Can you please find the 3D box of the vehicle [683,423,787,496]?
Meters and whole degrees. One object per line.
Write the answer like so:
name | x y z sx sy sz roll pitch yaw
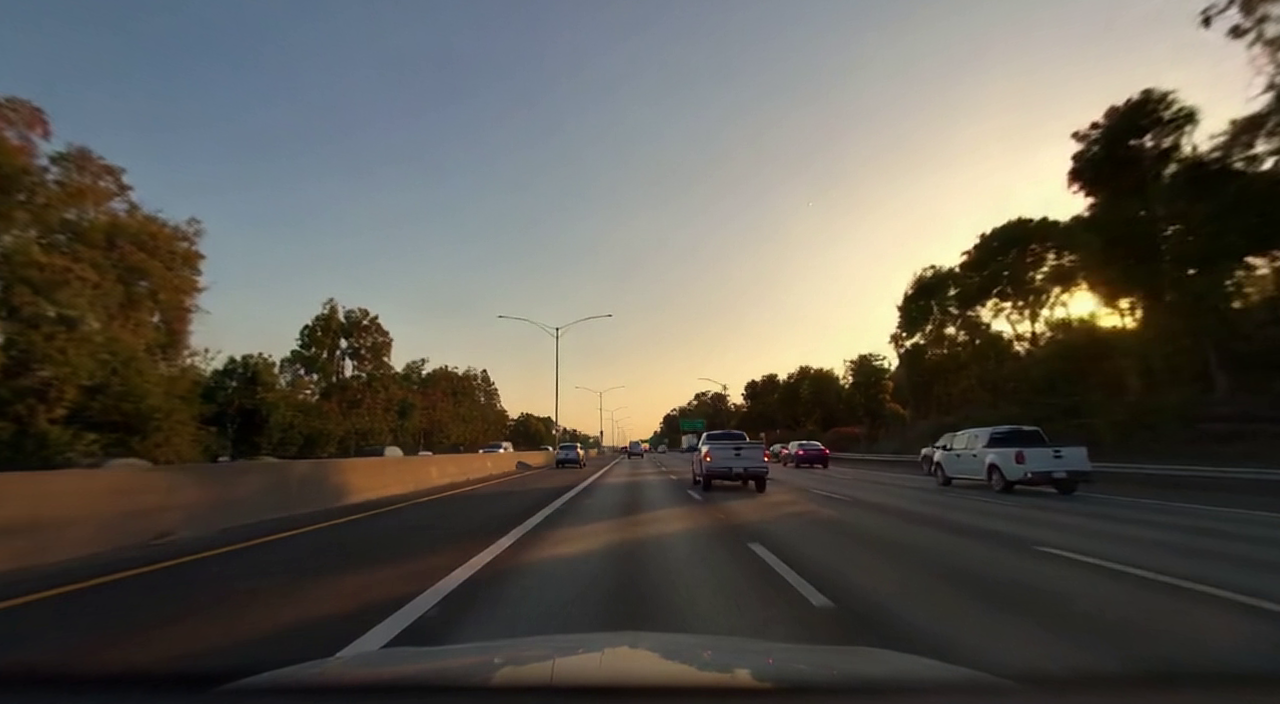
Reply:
vehicle | 2.636 3.208 19.197 2.200 1.870 5.649 0 -9 -1

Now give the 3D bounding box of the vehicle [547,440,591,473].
vehicle | -3.883 5.781 35.144 1.992 1.651 4.185 0 -9 0

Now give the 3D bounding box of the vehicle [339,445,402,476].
vehicle | -12.273 4.937 28.952 1.428 1.305 3.191 0 -8 0

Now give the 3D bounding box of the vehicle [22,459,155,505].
vehicle | -18.745 4.396 21.664 1.529 1.344 3.314 0 -9 -1

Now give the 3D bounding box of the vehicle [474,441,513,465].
vehicle | -9.008 6.248 39.072 1.669 1.420 3.479 -1 -9 -1

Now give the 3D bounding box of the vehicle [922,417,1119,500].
vehicle | 9.907 2.829 17.115 2.046 1.873 5.131 0 -9 -1

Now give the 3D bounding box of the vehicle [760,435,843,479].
vehicle | 6.534 4.317 26.198 2.105 1.655 4.652 0 -9 -1
